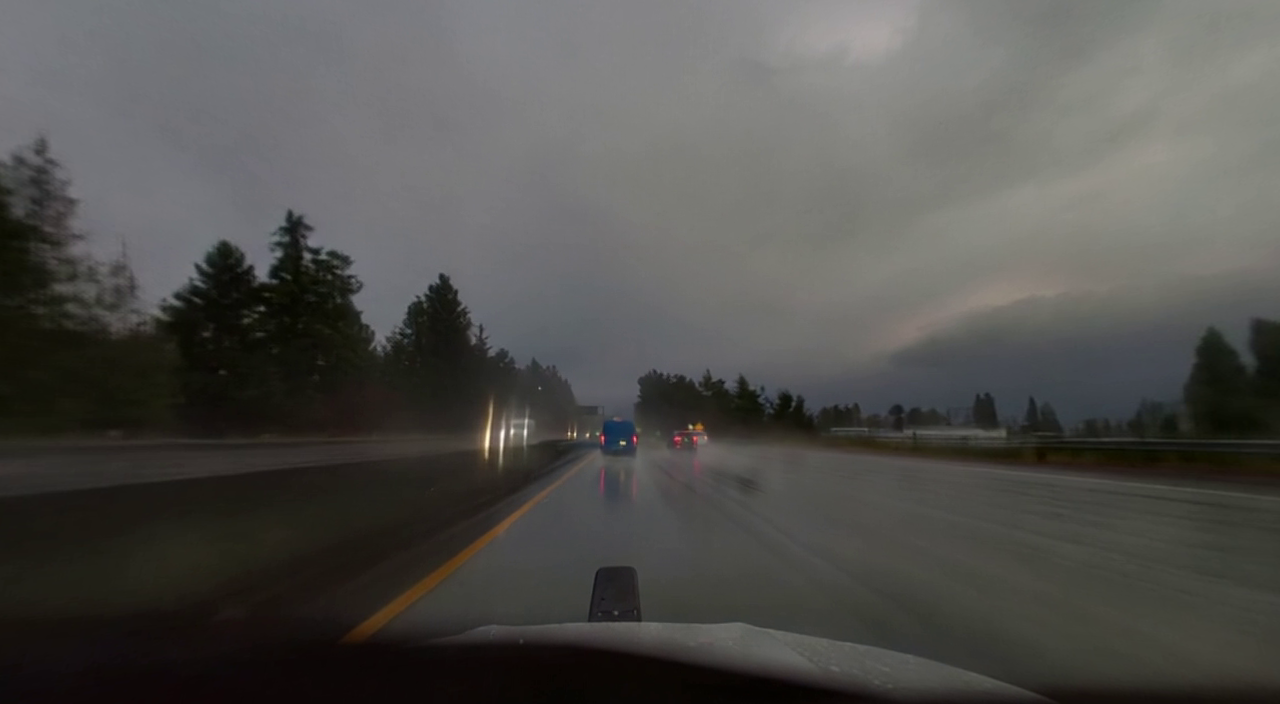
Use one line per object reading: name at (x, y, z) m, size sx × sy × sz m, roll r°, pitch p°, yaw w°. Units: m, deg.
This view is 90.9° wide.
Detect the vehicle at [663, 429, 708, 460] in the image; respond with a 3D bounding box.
vehicle at (2.442, 5.081, 34.804) m, size 1.996 × 1.589 × 3.715 m, roll 0°, pitch -8°, yaw -3°

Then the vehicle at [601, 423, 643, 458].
vehicle at (-1.115, 5.434, 38.953) m, size 2.403 × 1.994 × 4.683 m, roll 0°, pitch -8°, yaw -2°
